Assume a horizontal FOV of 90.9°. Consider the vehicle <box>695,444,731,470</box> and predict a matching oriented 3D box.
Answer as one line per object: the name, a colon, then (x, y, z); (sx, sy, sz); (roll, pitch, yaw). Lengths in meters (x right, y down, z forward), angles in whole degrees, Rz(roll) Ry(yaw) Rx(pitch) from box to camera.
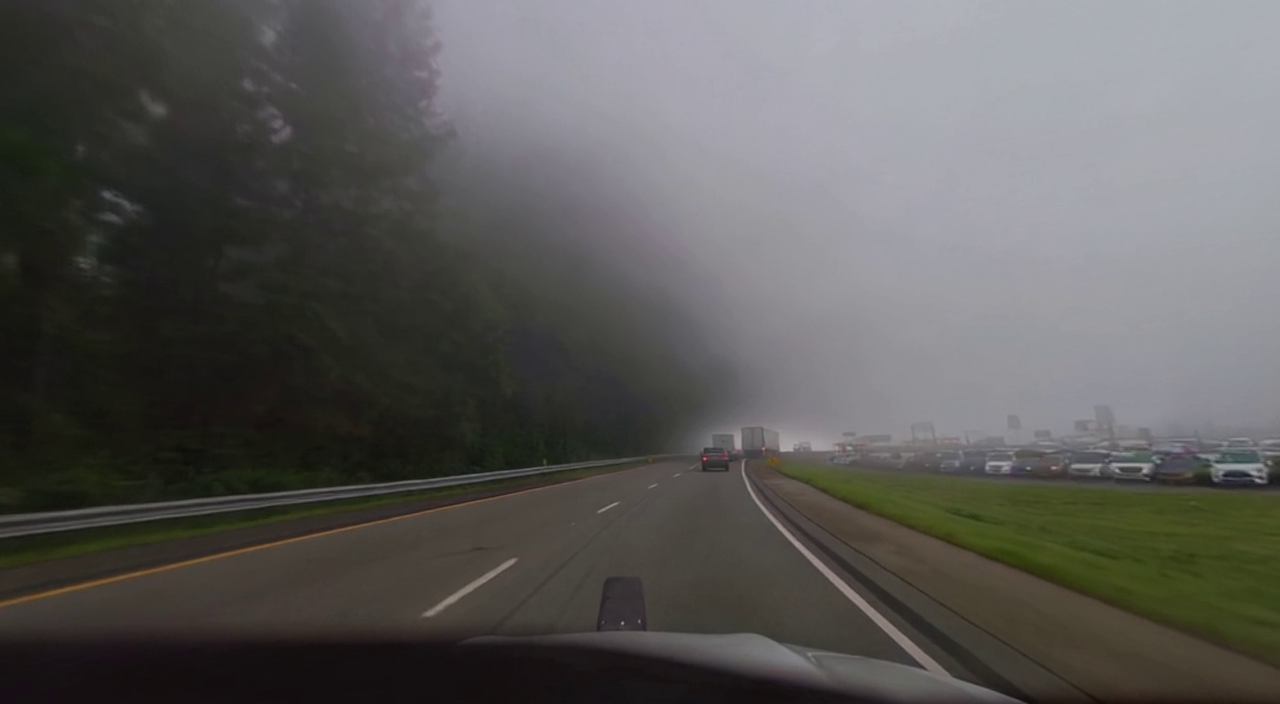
vehicle: (5.041, 7.155, 43.081); (2.221, 1.674, 4.325); (-1, -9, 9)
